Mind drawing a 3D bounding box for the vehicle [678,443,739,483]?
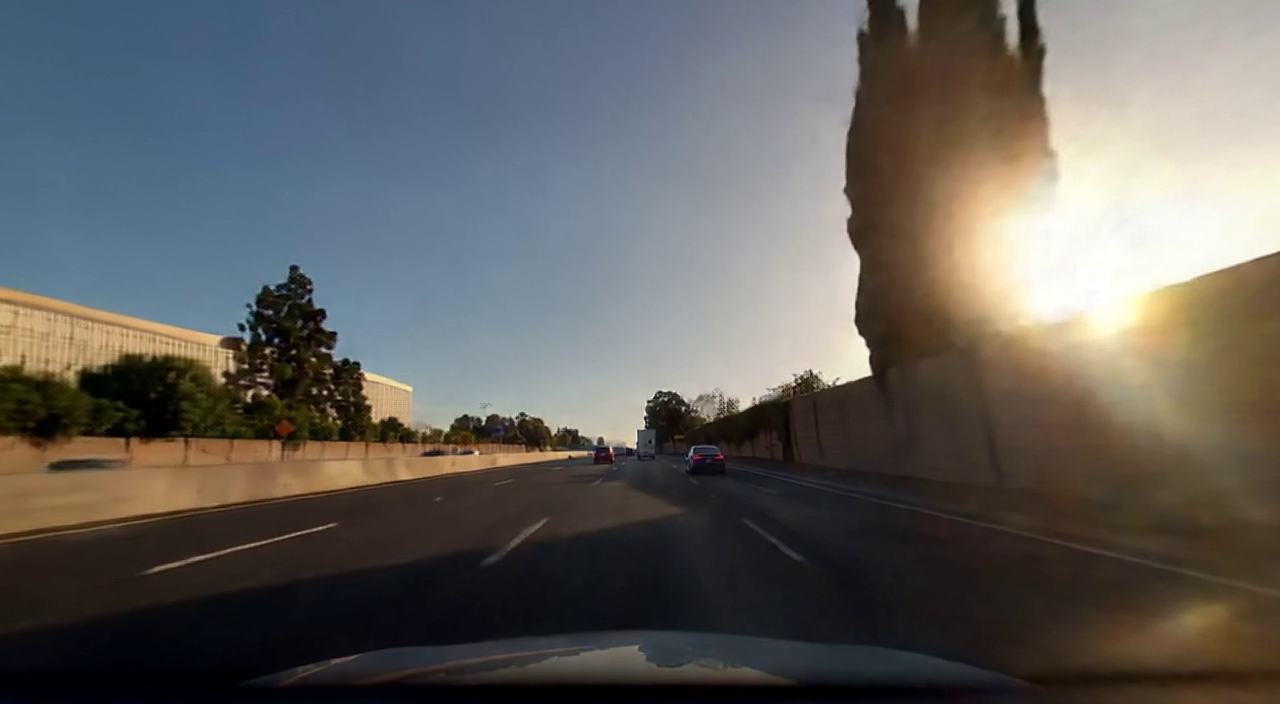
[{"bbox_3d":[2.808,4.678,26.700,1.973,1.536,4.337,0,-9,-2],"label":"vehicle"}]
